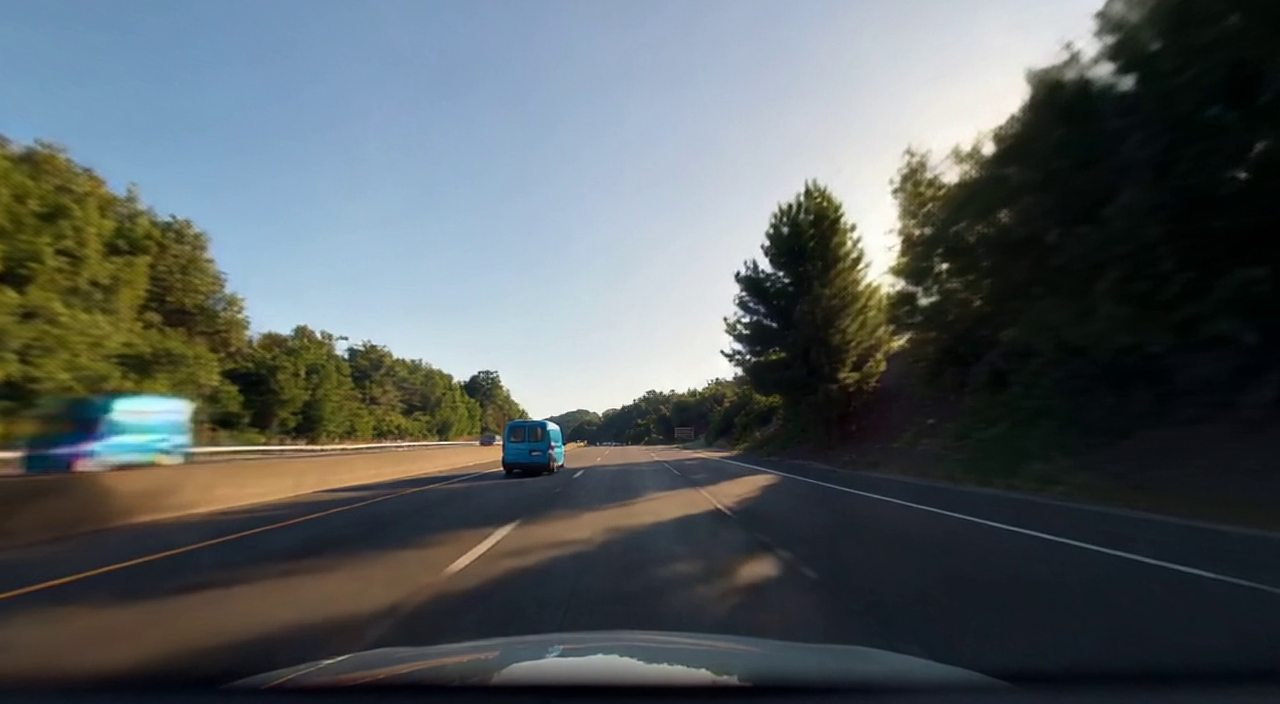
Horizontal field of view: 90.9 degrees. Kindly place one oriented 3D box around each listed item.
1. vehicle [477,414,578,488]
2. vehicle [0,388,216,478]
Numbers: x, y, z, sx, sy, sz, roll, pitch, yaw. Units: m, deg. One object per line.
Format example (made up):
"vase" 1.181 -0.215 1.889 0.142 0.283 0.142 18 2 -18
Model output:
"vehicle" -3.302 3.021 19.648 2.297 2.011 4.736 0 -8 0
"vehicle" -19.500 2.990 23.222 2.695 2.766 7.348 0 -8 -1
